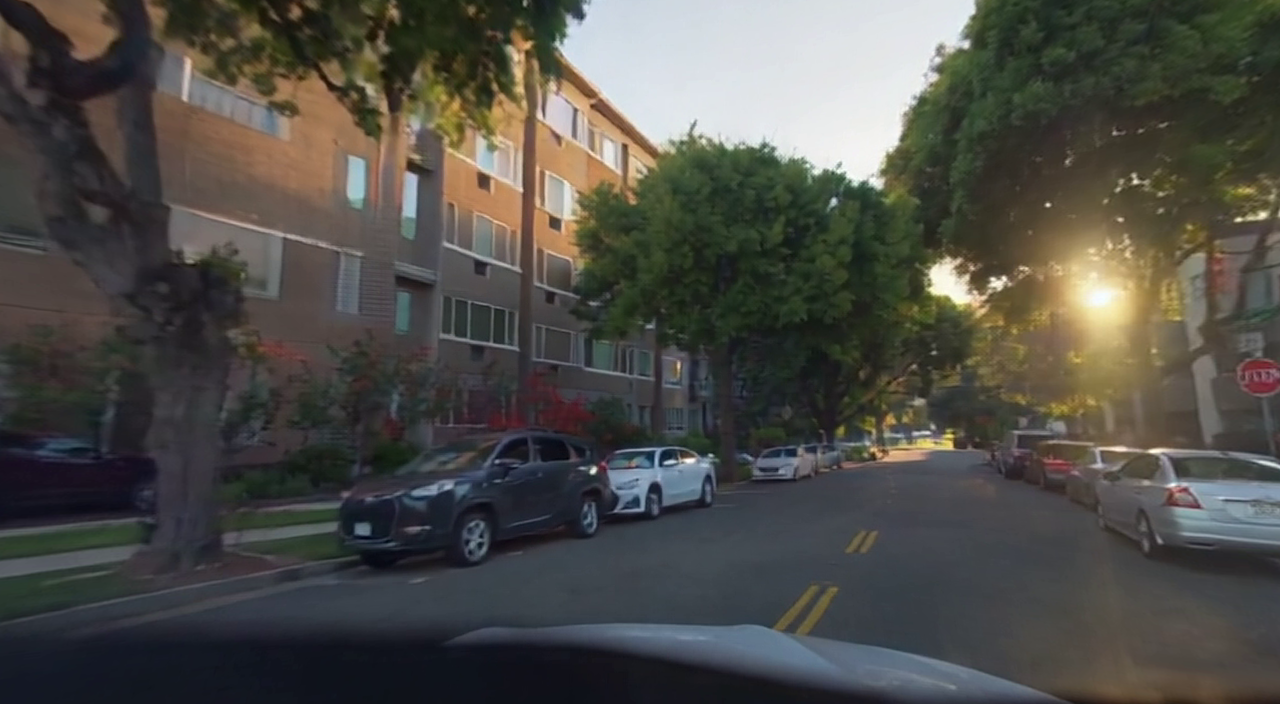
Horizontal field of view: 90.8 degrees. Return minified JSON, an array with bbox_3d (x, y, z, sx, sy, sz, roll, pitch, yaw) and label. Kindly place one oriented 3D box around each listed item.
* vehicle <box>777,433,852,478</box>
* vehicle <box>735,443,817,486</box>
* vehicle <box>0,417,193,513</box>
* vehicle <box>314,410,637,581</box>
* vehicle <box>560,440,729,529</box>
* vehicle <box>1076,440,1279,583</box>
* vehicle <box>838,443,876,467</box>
[{"bbox_3d":[8.295,4.794,29.609,2.229,1.869,5.791,-5,-9,26],"label":"vehicle"},{"bbox_3d":[5.260,4.208,23.994,1.921,1.463,4.313,-4,-9,28],"label":"vehicle"},{"bbox_3d":[-10.556,1.889,10.781,1.812,1.458,4.714,-1,-9,12],"label":"vehicle"},{"bbox_3d":[-1.896,1.841,9.039,1.946,1.744,4.584,-4,-9,24],"label":"vehicle"},{"bbox_3d":[0.322,2.660,13.514,1.902,1.478,4.696,-4,-8,23],"label":"vehicle"},{"bbox_3d":[7.613,1.936,8.475,2.084,1.441,4.402,-3,-9,24],"label":"vehicle"},{"bbox_3d":[14.591,6.847,42.328,1.939,1.513,4.401,-3,-9,24],"label":"vehicle"}]
